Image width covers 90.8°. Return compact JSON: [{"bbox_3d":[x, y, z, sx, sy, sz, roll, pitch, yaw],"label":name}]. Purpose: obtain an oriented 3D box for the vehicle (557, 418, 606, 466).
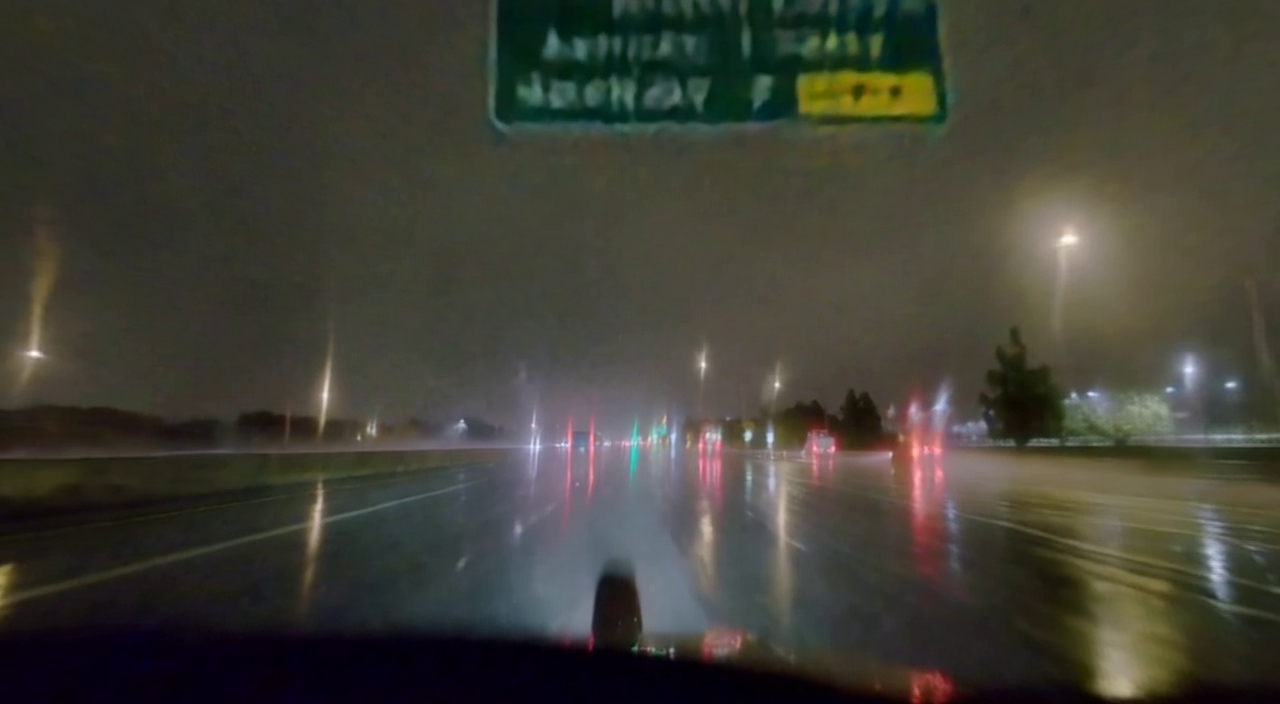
[{"bbox_3d":[-3.823,6.125,43.008,2.881,2.937,7.045,0,-8,-2],"label":"vehicle"}]
